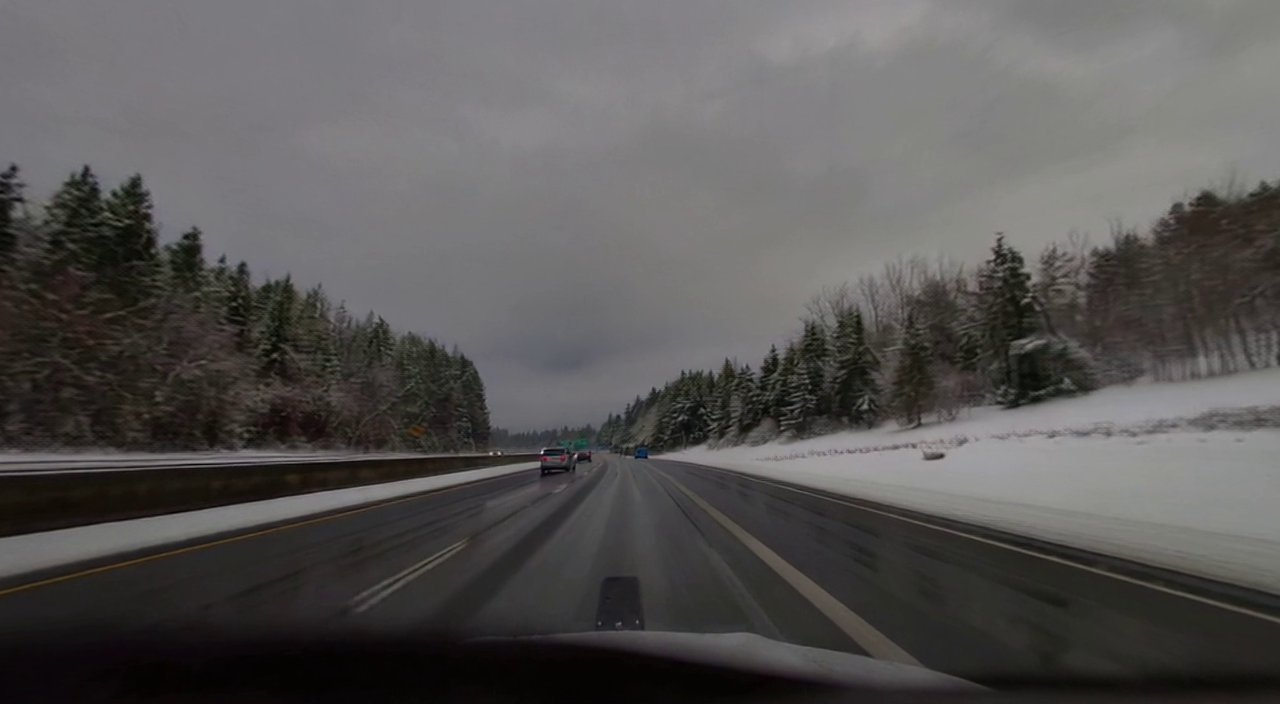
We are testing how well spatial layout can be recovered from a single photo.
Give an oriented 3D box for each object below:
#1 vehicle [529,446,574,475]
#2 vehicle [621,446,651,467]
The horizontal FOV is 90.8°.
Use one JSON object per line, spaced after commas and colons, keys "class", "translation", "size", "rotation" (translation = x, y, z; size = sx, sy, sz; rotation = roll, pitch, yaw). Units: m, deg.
{"class": "vehicle", "translation": [-4.869, 6.016, 35.324], "size": [1.957, 1.499, 4.965], "rotation": [0, -8, -1]}
{"class": "vehicle", "translation": [-0.334, 7.688, 46.627], "size": [2.031, 1.483, 3.417], "rotation": [0, -9, -3]}
